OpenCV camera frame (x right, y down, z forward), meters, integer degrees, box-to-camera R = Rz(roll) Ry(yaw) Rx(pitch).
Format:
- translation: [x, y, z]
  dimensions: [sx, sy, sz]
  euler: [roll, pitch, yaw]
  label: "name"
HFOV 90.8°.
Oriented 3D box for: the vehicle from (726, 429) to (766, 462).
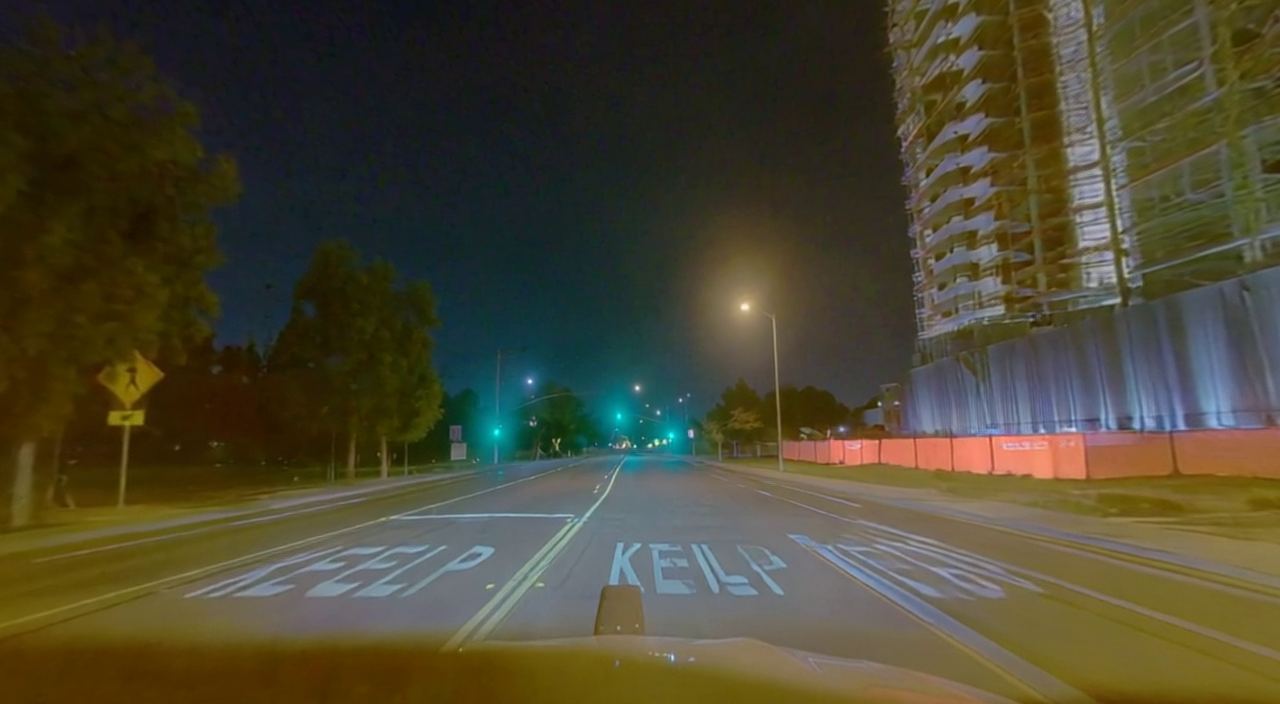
- translation: [8.294, 7.339, 49.664]
  dimensions: [2.613, 2.434, 2.675]
  euler: [2, -8, -3]
  label: "vehicle"
